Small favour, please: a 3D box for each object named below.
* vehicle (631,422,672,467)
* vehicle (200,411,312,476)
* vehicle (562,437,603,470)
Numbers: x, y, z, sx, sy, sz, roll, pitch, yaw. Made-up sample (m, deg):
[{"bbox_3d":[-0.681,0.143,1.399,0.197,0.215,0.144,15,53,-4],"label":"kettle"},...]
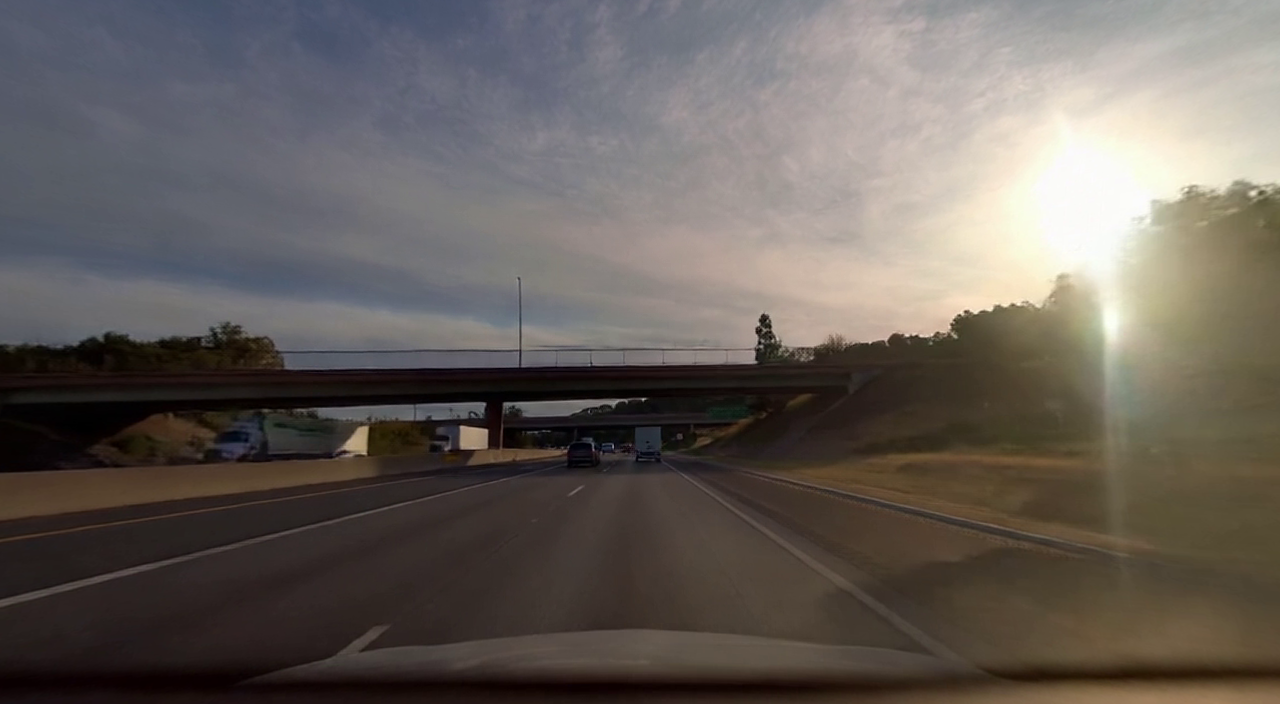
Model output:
[{"bbox_3d":[0.755,7.023,47.607,2.790,3.075,7.414,0,-9,-1],"label":"vehicle"},{"bbox_3d":[-23.956,5.773,39.731,3.054,3.755,5.991,0,-9,0],"label":"vehicle"},{"bbox_3d":[-3.834,6.914,43.117,2.233,2.093,5.565,0,-9,0],"label":"vehicle"}]
